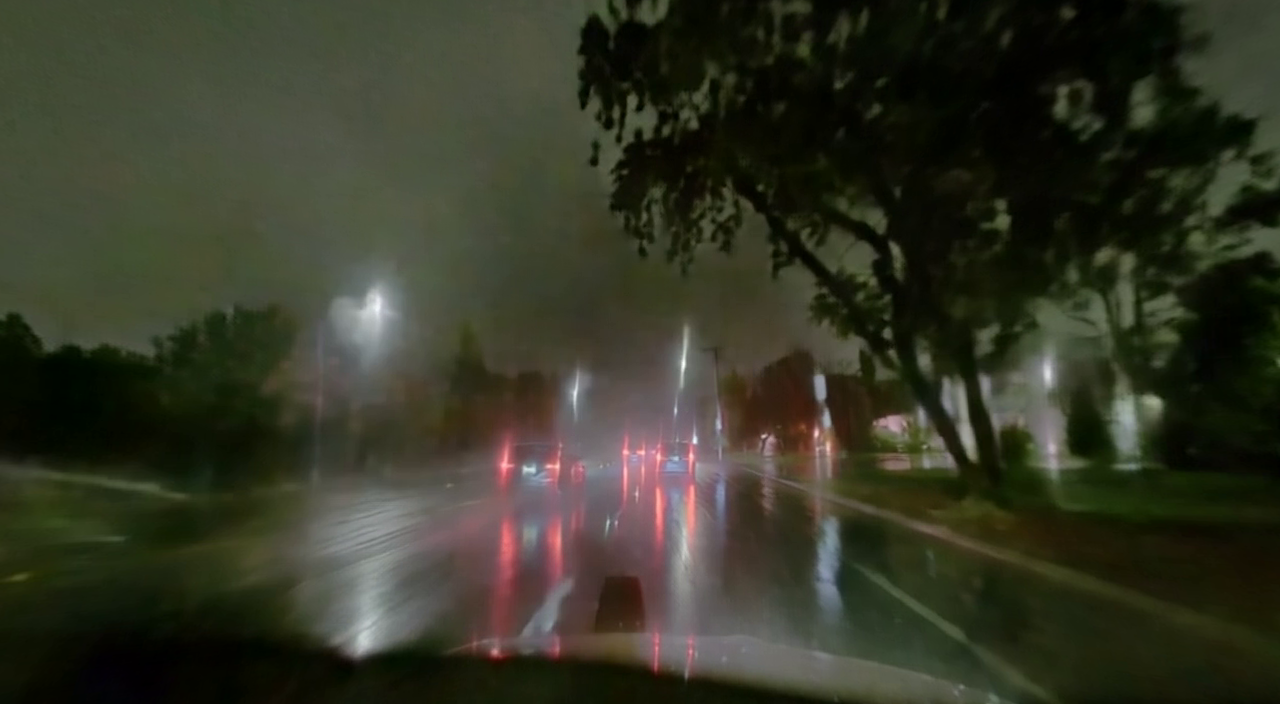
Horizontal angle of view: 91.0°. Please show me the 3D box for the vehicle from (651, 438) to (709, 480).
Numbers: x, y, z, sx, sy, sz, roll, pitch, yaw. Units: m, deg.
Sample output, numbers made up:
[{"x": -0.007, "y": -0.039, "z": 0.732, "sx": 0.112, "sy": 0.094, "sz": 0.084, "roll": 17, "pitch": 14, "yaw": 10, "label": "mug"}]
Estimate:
[{"x": 1.482, "y": 4.094, "z": 24.346, "sx": 2.065, "sy": 1.456, "sz": 4.099, "roll": 0, "pitch": -8, "yaw": 2, "label": "vehicle"}]

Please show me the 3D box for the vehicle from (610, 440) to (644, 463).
[{"x": -0.881, "y": 7.049, "z": 44.694, "sx": 2.114, "sy": 1.500, "sz": 3.912, "roll": 0, "pitch": -8, "yaw": 3, "label": "vehicle"}]

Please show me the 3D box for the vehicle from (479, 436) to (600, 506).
[{"x": -2.265, "y": 2.838, "z": 15.537, "sx": 2.030, "sy": 1.467, "sz": 4.403, "roll": 0, "pitch": -8, "yaw": 3, "label": "vehicle"}]
